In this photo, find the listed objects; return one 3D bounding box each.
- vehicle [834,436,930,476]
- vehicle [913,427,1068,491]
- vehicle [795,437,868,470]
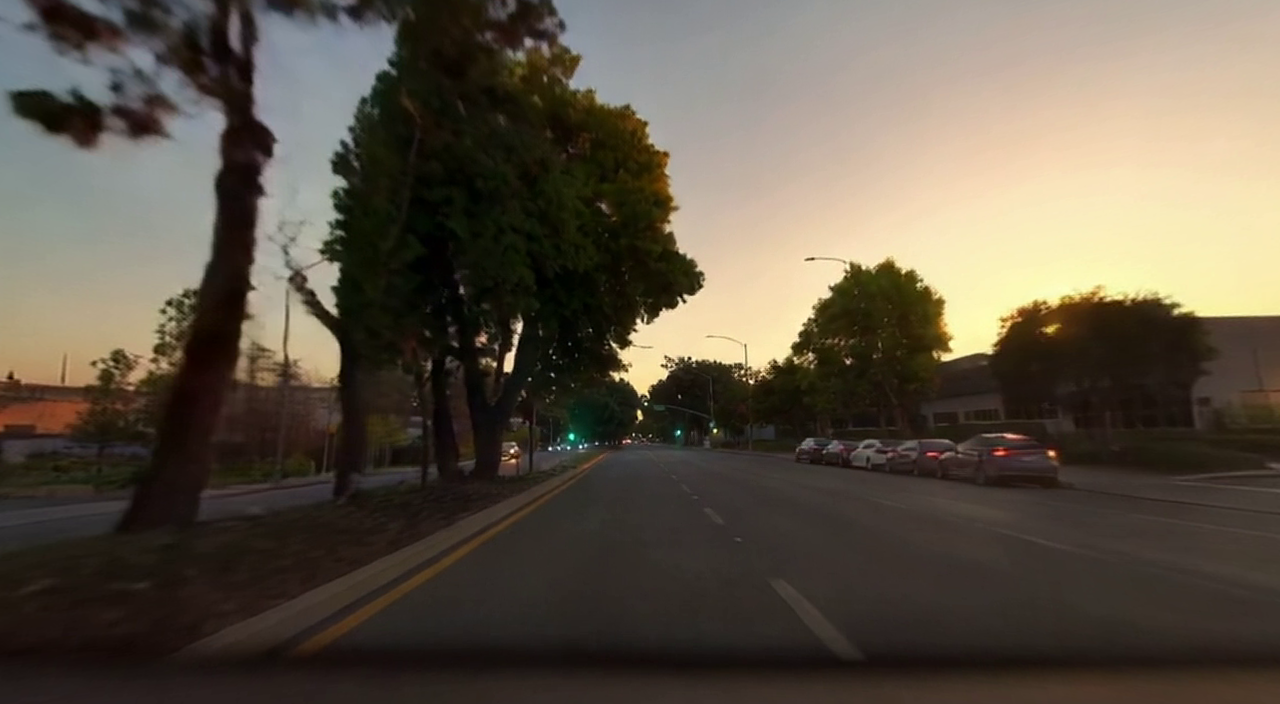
[{"bbox_3d":[9.652,4.195,25.657,1.930,1.453,4.665,0,-8,-1],"label":"vehicle"},{"bbox_3d":[9.831,3.037,18.182,1.970,1.610,4.247,0,-8,-1],"label":"vehicle"},{"bbox_3d":[9.446,5.049,31.607,1.898,1.477,4.695,1,-8,-4],"label":"vehicle"}]
